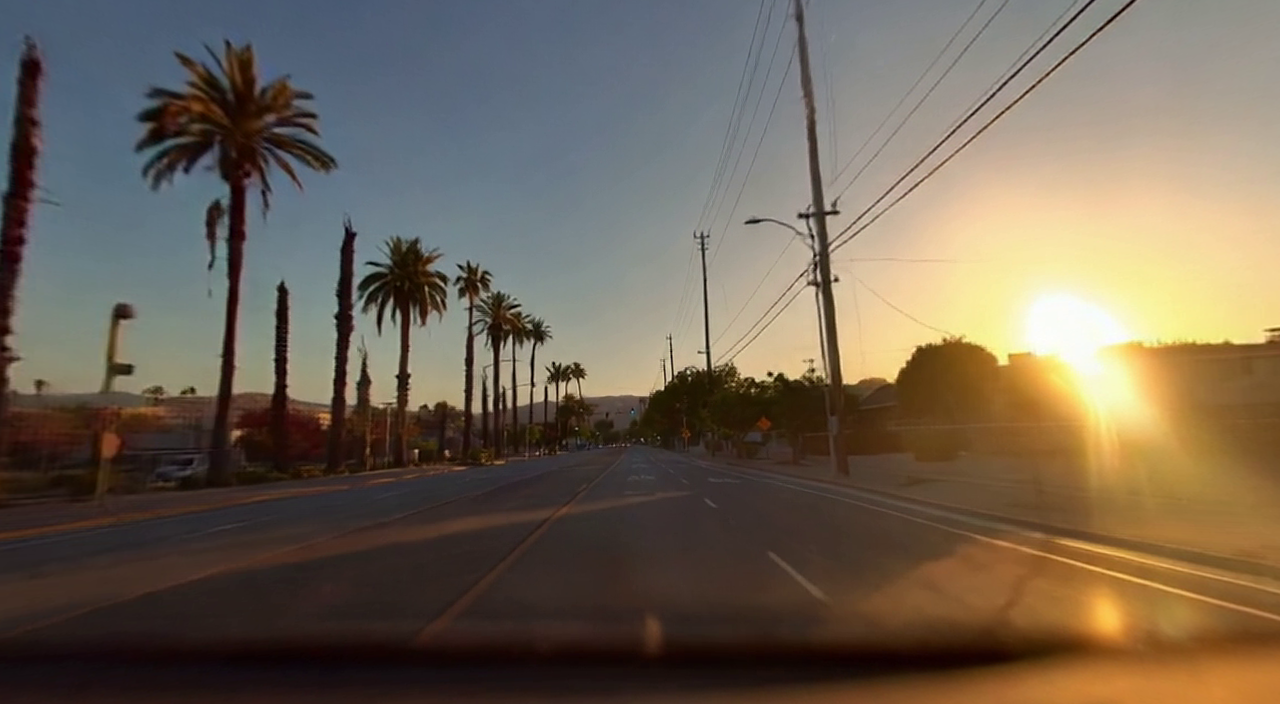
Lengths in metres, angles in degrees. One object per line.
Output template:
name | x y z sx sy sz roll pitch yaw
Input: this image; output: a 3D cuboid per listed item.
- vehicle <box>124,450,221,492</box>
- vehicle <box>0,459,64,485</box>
vehicle | -25.793 6.544 34.794 5.622 1.769 2.331 -9 -7 31
vehicle | -39.739 7.553 39.880 4.368 1.527 2.276 5 -9 -26
